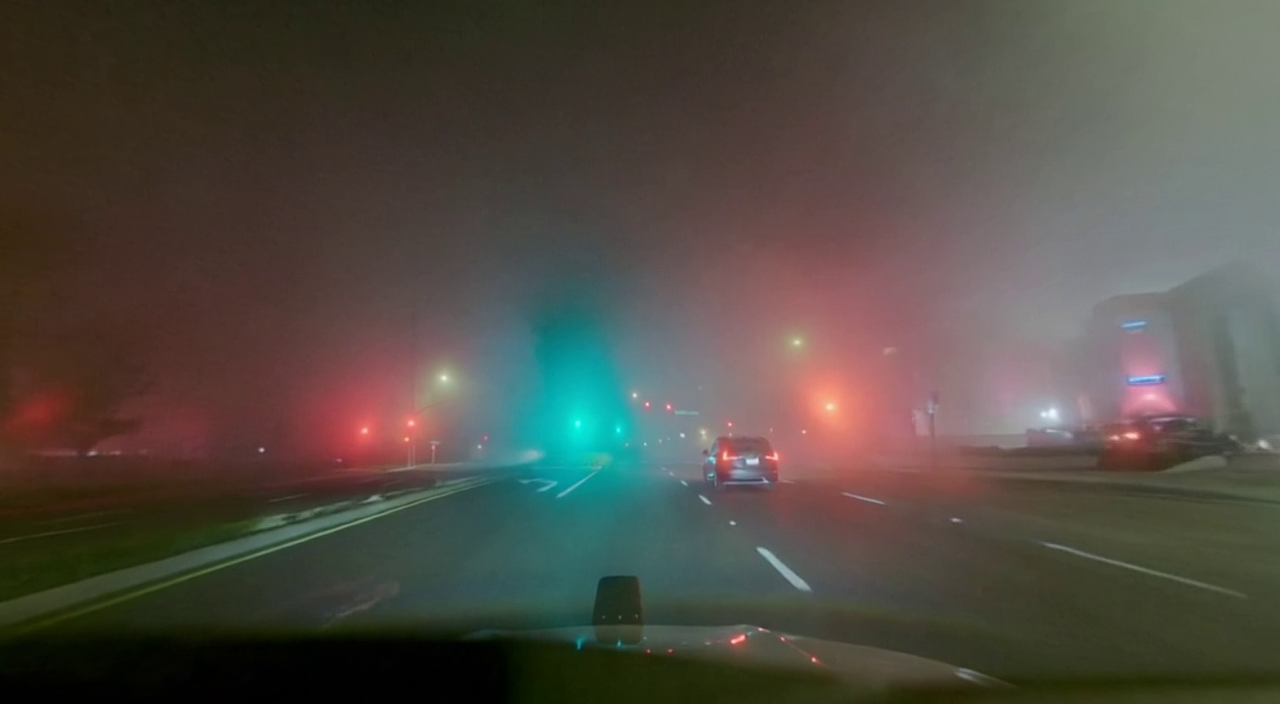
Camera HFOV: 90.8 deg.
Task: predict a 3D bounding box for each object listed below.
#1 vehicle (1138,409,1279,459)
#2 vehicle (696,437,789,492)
[{"bbox_3d":[22.408,3.199,24.450,4.383,1.815,2.061,-1,-8,2],"label":"vehicle"},{"bbox_3d":[2.937,3.332,19.048,1.964,1.448,4.295,0,-8,-1],"label":"vehicle"}]
